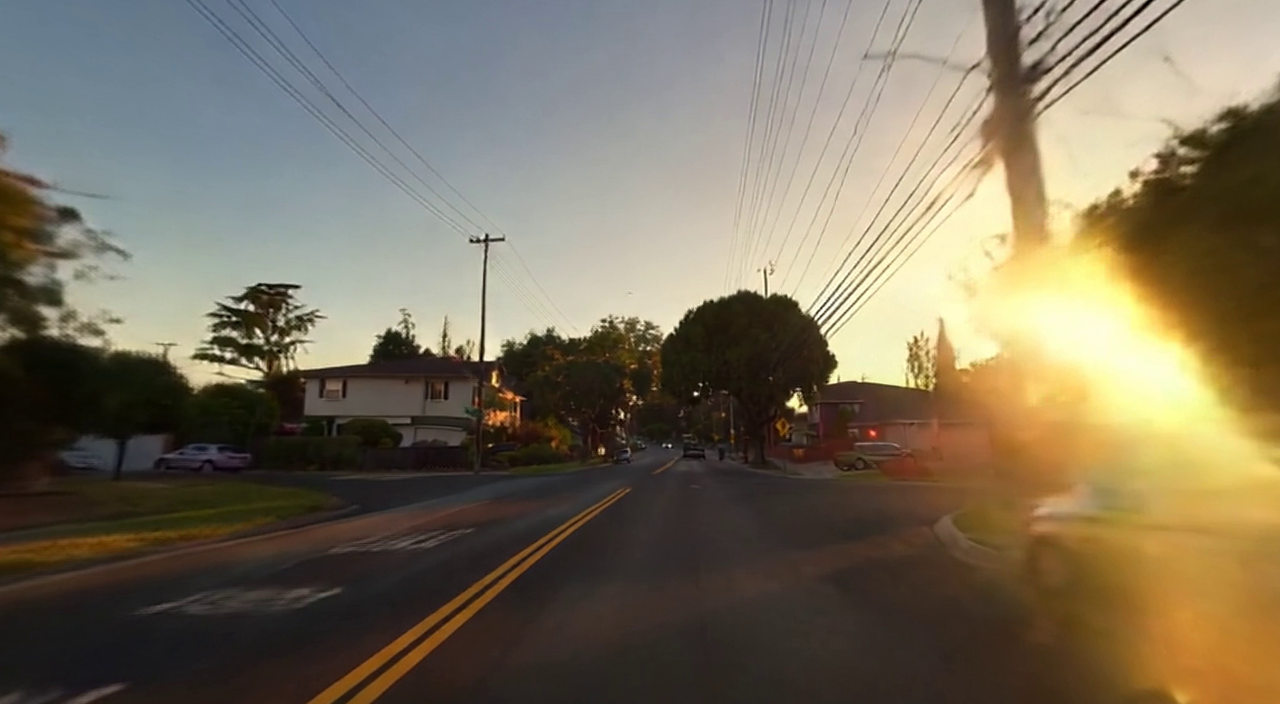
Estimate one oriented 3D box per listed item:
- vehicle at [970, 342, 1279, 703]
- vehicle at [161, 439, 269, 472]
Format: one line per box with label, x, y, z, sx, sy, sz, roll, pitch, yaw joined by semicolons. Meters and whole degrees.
vehicle;3.852;0.954;3.191;2.070;1.847;4.457;0;-8;2
vehicle;-21.077;5.139;31.424;3.918;1.577;1.972;0;-8;1
